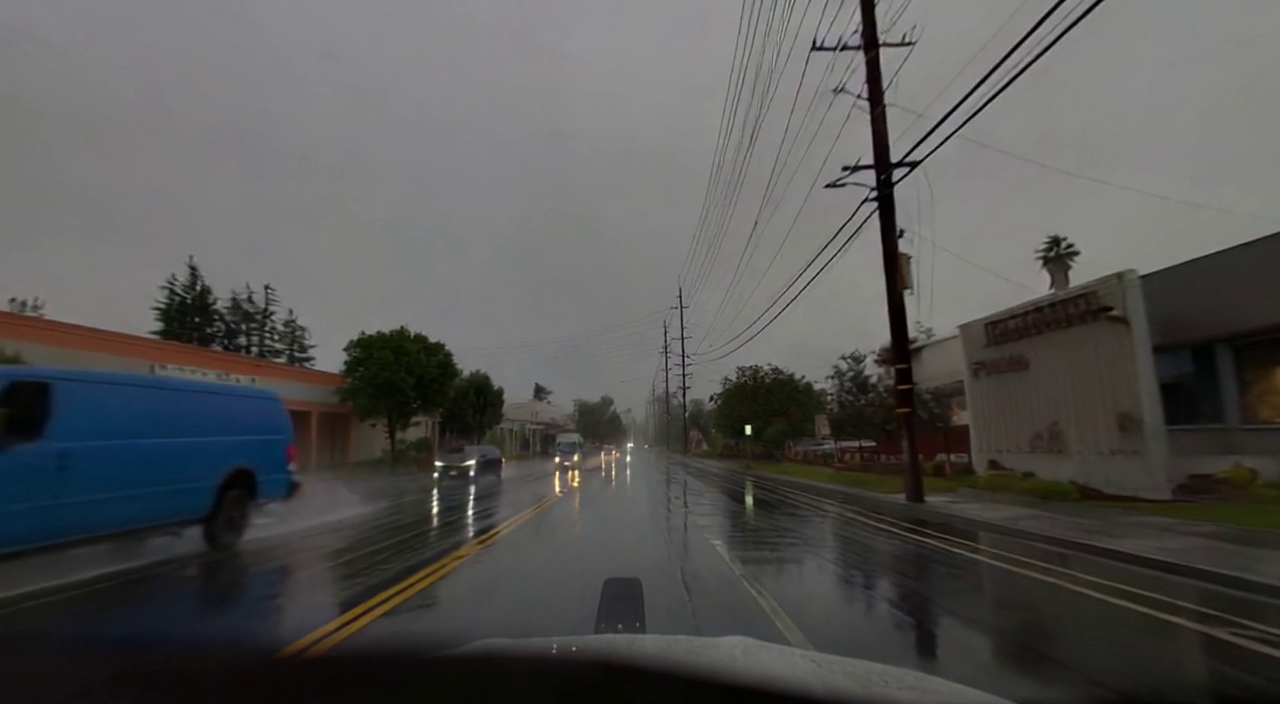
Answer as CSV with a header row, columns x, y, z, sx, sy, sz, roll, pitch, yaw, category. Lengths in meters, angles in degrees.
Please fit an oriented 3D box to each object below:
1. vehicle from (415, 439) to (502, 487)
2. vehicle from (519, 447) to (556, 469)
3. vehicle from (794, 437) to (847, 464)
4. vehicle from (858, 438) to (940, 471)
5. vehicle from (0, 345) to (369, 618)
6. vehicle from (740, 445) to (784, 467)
x,y,z,sx,sy,sz,roll,pitch,yaw,category
-7.259,4.451,25.678,2.242,1.741,4.519,0,-8,-1,vehicle
-7.242,7.478,44.801,1.877,1.445,4.429,-1,-8,0,vehicle
12.671,6.941,44.464,2.051,1.811,5.330,0,-8,-1,vehicle
13.015,5.184,32.006,2.143,1.518,4.893,0,-8,0,vehicle
-6.928,1.599,8.600,2.909,2.362,7.390,-1,-8,2,vehicle
8.264,7.055,42.962,1.869,1.428,4.250,0,-8,-5,vehicle
